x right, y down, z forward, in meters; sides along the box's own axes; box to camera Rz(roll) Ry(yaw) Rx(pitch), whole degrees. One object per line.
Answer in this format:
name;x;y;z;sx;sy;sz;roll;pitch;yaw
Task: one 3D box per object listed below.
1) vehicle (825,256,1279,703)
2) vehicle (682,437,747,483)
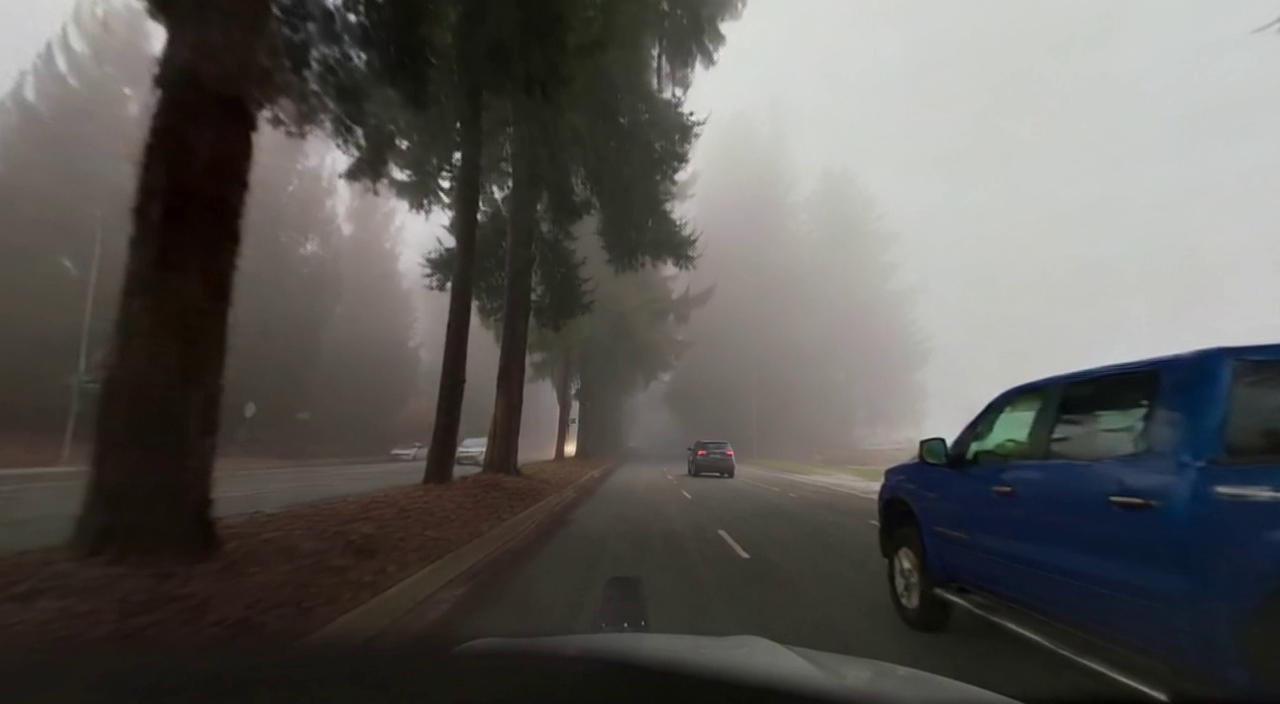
vehicle;3.095;0.921;3.223;2.553;1.942;5.679;0;-8;0
vehicle;2.985;4.449;26.260;2.108;1.712;4.616;0;-8;-1
